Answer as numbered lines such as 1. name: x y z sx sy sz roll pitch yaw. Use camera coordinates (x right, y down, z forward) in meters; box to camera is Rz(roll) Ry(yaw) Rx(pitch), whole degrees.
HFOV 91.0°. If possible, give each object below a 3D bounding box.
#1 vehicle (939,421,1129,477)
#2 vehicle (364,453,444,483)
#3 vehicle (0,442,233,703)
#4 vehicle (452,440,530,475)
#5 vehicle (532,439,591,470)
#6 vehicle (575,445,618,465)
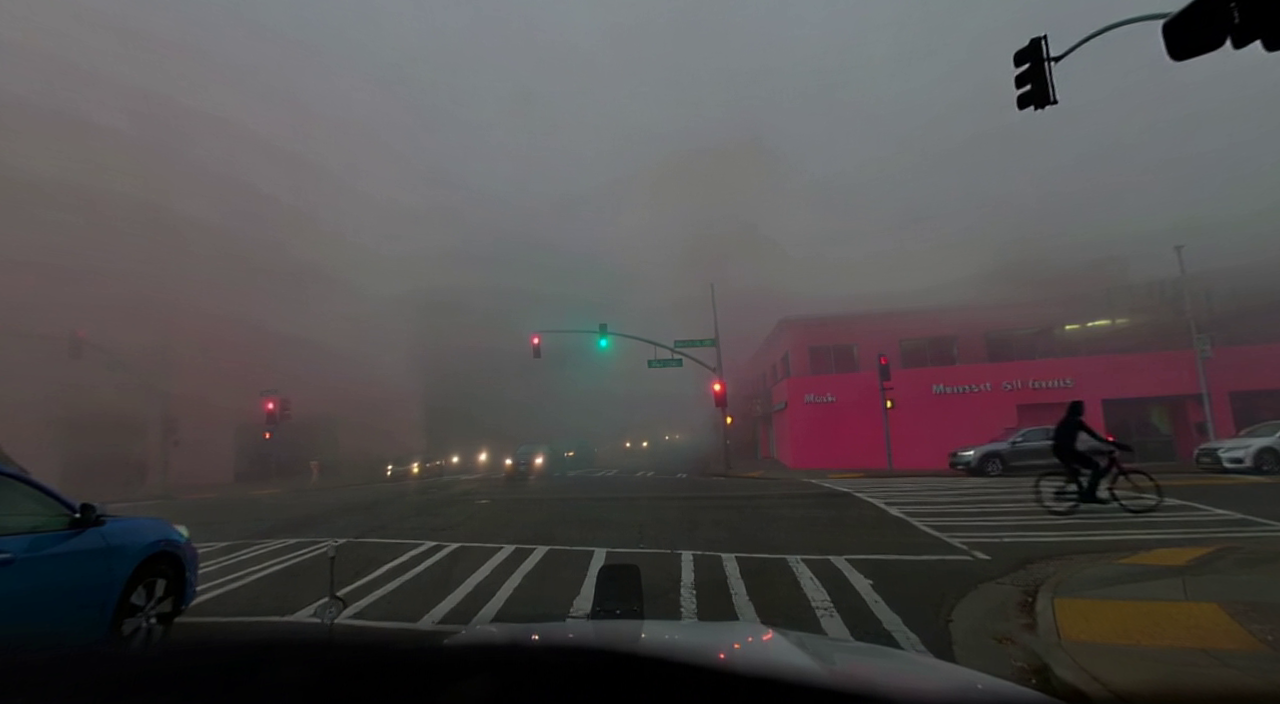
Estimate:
1. vehicle: 11.583 2.888 18.793 4.355 1.546 1.820 -1 -9 6
2. vehicle: -12.567 6.172 33.866 1.976 1.425 4.567 -1 -9 9
3. vehicle: -3.705 0.973 2.158 1.759 1.325 4.295 0 -9 0
4. vehicle: -8.377 5.978 36.046 2.152 1.825 5.406 -2 -9 12
5. vehicle: -4.483 5.979 36.859 1.928 1.647 4.575 -2 -9 13
6. vehicle: -2.992 7.188 44.137 1.743 1.362 4.350 -2 -9 14
